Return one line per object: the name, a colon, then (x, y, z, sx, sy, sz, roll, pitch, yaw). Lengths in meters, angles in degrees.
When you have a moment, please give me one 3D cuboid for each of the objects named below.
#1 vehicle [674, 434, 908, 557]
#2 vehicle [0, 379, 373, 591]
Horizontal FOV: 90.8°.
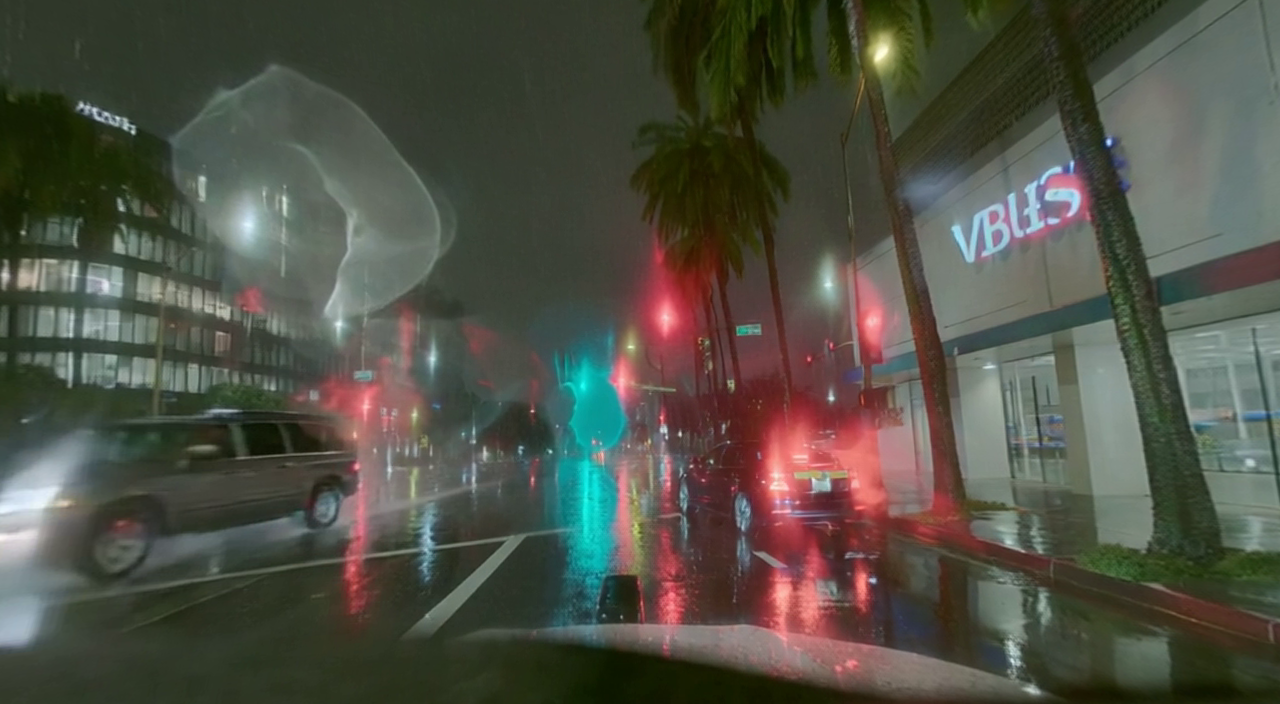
vehicle: (1.999, 2.087, 10.107, 2.090, 1.466, 4.676, 1, -8, -7)
vehicle: (-6.130, 1.653, 8.791, 2.190, 1.964, 5.614, -1, -8, 2)
